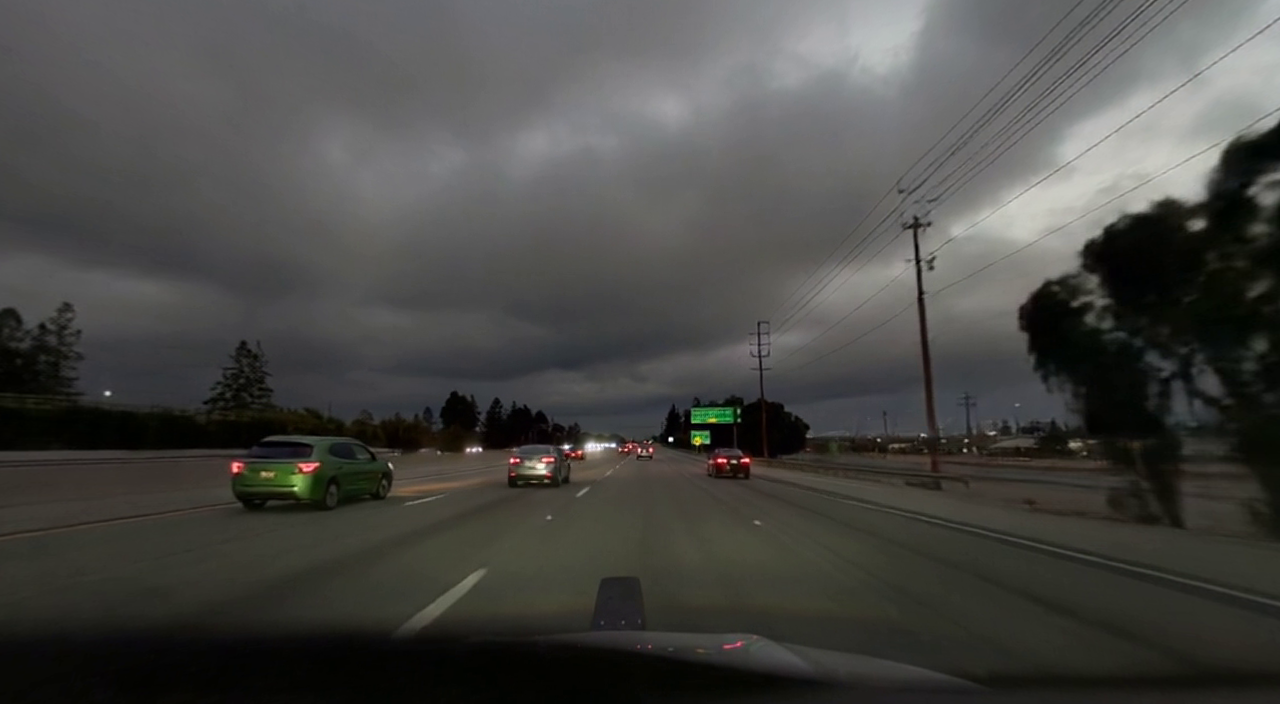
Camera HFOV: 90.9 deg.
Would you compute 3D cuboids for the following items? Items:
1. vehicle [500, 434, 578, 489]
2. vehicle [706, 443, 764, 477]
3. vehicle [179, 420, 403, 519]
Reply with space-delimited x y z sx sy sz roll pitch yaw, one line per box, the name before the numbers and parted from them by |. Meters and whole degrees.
vehicle | -3.379 3.737 21.886 1.961 1.704 4.052 0 -8 1
vehicle | 4.330 5.006 29.533 1.964 1.479 4.252 0 -8 -1
vehicle | -7.388 2.535 14.150 2.162 1.805 4.853 0 -8 1
